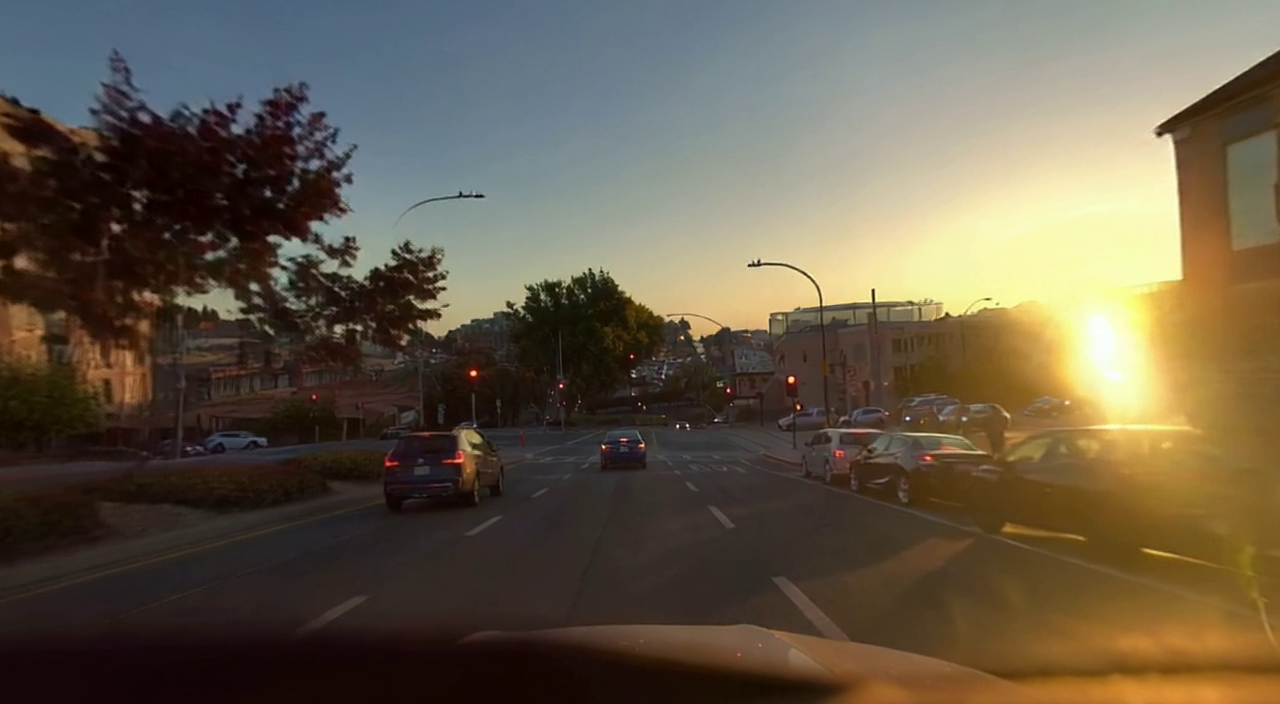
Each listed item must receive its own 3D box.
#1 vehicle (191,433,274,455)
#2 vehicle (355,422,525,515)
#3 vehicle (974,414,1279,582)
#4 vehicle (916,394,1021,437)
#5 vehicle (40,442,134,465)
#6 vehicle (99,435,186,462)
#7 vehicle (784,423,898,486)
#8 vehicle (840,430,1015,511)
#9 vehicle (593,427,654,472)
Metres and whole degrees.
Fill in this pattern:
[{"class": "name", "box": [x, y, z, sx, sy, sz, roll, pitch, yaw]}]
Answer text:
[{"class": "vehicle", "box": [-28.192, 6.372, 43.791, 4.453, 1.471, 1.921, -1, -8, 4]}, {"class": "vehicle", "box": [-3.731, 2.270, 12.767, 1.934, 1.522, 4.464, 0, -8, 1]}, {"class": "vehicle", "box": [6.178, 1.707, 8.098, 1.877, 1.642, 3.572, 0, -8, 2]}, {"class": "vehicle", "box": [21.520, 4.213, 41.519, 5.756, 2.653, 2.403, 2, -9, -12]}, {"class": "vehicle", "box": [-35.499, 6.496, 40.637, 3.957, 1.396, 2.134, 0, -9, 0]}, {"class": "vehicle", "box": [-34.993, 6.822, 44.477, 4.698, 1.833, 1.887, -1, -8, 7]}, {"class": "vehicle", "box": [6.090, 3.161, 19.760, 1.904, 1.705, 4.510, 0, -8, -2]}, {"class": "vehicle", "box": [6.069, 2.531, 13.964, 1.959, 1.513, 4.104, 0, -8, 1]}, {"class": "vehicle", "box": [-0.544, 3.621, 23.581, 2.082, 1.520, 3.896, 0, -8, 0]}]
